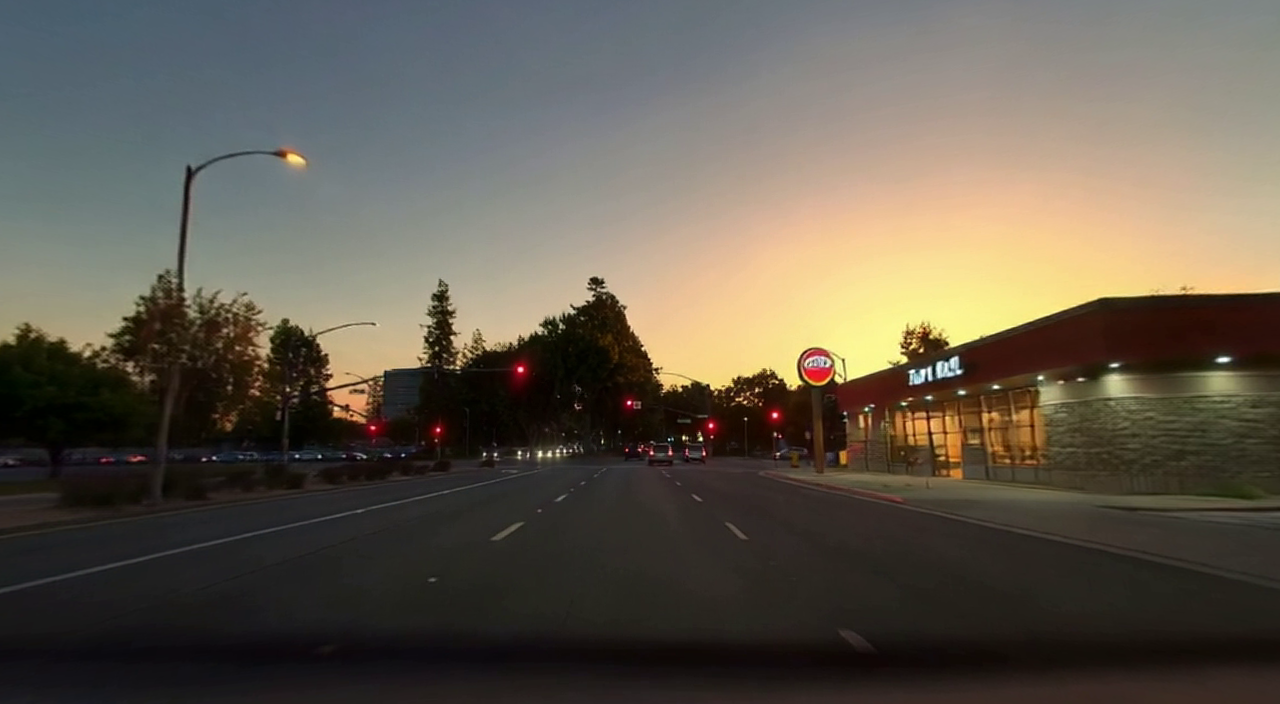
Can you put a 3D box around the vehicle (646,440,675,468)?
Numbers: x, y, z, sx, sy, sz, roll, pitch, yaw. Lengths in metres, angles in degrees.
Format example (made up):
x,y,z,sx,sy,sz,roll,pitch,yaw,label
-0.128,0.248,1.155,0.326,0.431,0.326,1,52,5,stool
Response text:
x,y,z,sx,sy,sz,roll,pitch,yaw,label
1.525,7.623,47.321,2.096,1.961,4.259,0,-9,2,vehicle
